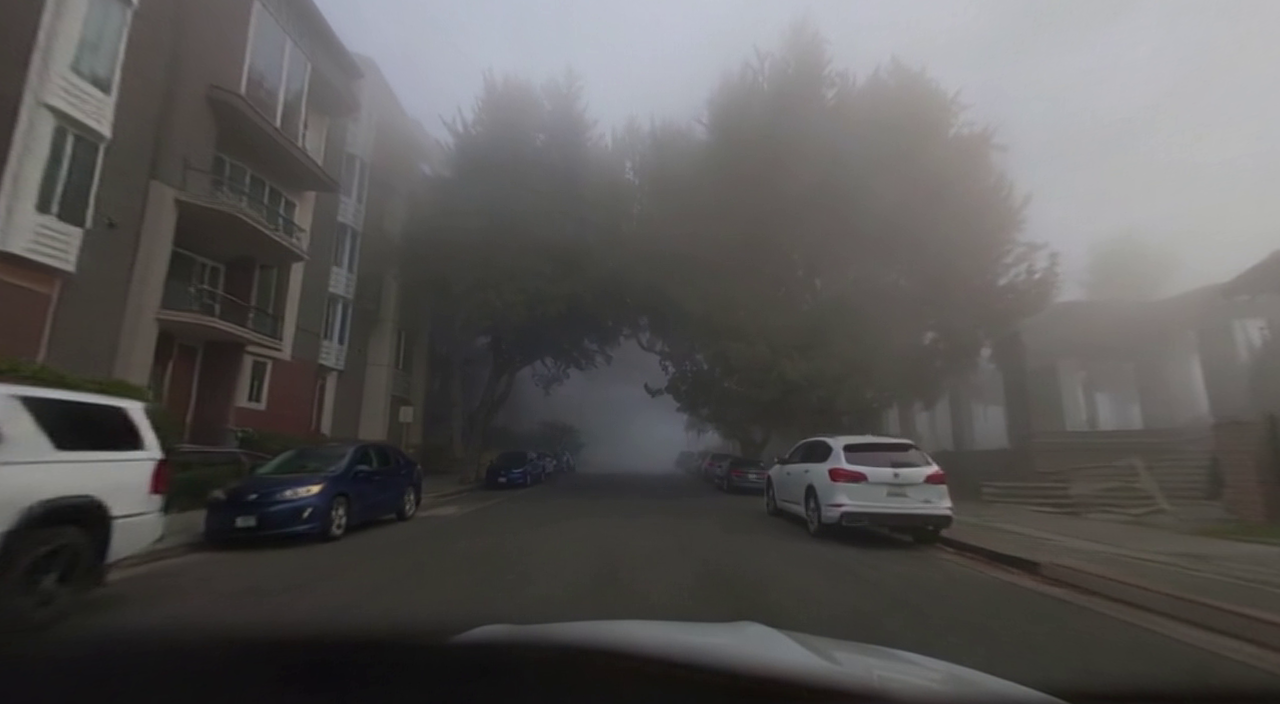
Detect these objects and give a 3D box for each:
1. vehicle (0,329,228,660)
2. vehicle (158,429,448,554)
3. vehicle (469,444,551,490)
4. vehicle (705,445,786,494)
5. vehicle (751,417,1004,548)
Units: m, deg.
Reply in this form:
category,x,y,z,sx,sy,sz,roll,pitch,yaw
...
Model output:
category,x,y,z,sx,sy,sz,roll,pitch,yaw
vehicle,-5.513,0.853,3.439,2.596,2.152,5.689,-1,-8,1
vehicle,-5.606,2.387,11.735,2.122,1.722,5.662,-1,-9,2
vehicle,-5.368,4.809,26.906,2.222,1.735,5.215,0,-8,2
vehicle,4.016,4.537,24.969,2.187,1.699,5.038,0,-8,-2
vehicle,4.019,2.431,12.349,2.473,1.895,6.050,0,-10,-1
